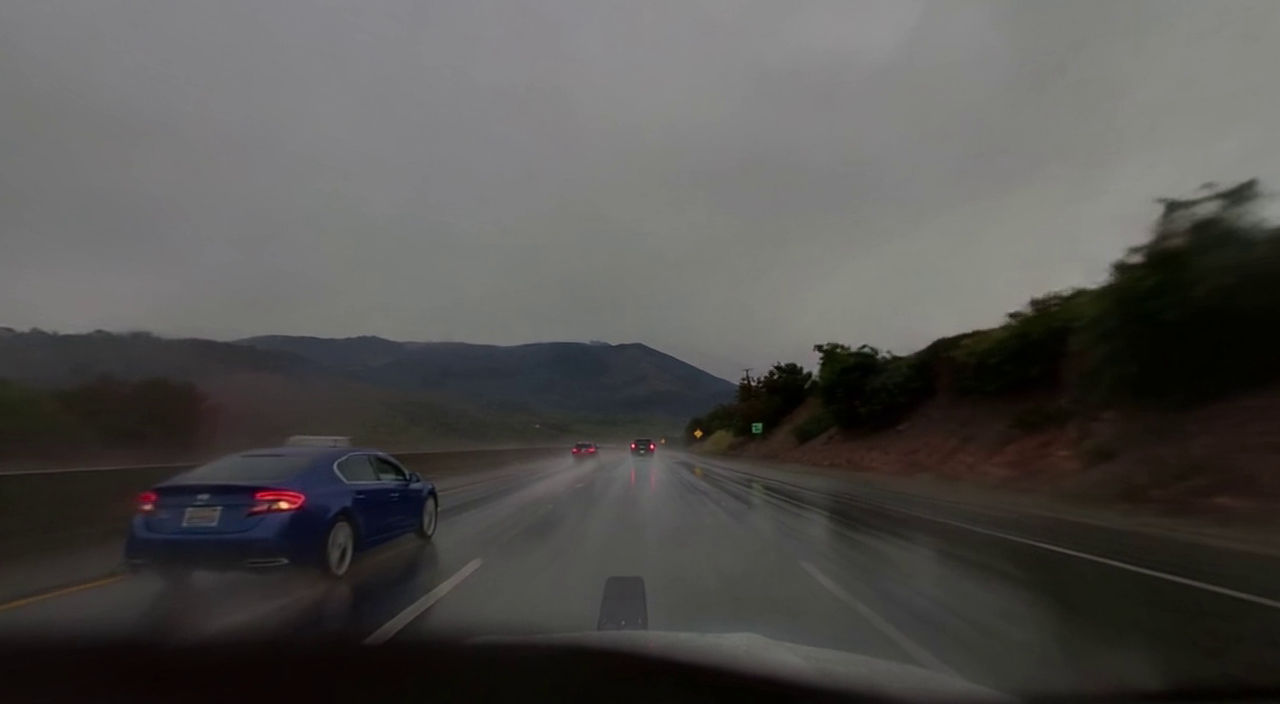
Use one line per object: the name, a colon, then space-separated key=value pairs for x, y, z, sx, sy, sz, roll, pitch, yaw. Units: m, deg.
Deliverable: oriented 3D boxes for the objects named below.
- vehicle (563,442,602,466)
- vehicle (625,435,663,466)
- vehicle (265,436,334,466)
vehicle: x=-3.683 y=6.638 z=41.116 sx=2.082 sy=1.485 sz=4.237 roll=0 pitch=-8 yaw=1
vehicle: x=0.245 y=6.362 z=40.595 sx=2.272 sy=1.836 sz=4.866 roll=0 pitch=-8 yaw=0
vehicle: x=-21.143 y=6.133 z=39.158 sx=1.839 sy=1.745 sz=4.411 roll=0 pitch=-8 yaw=0
